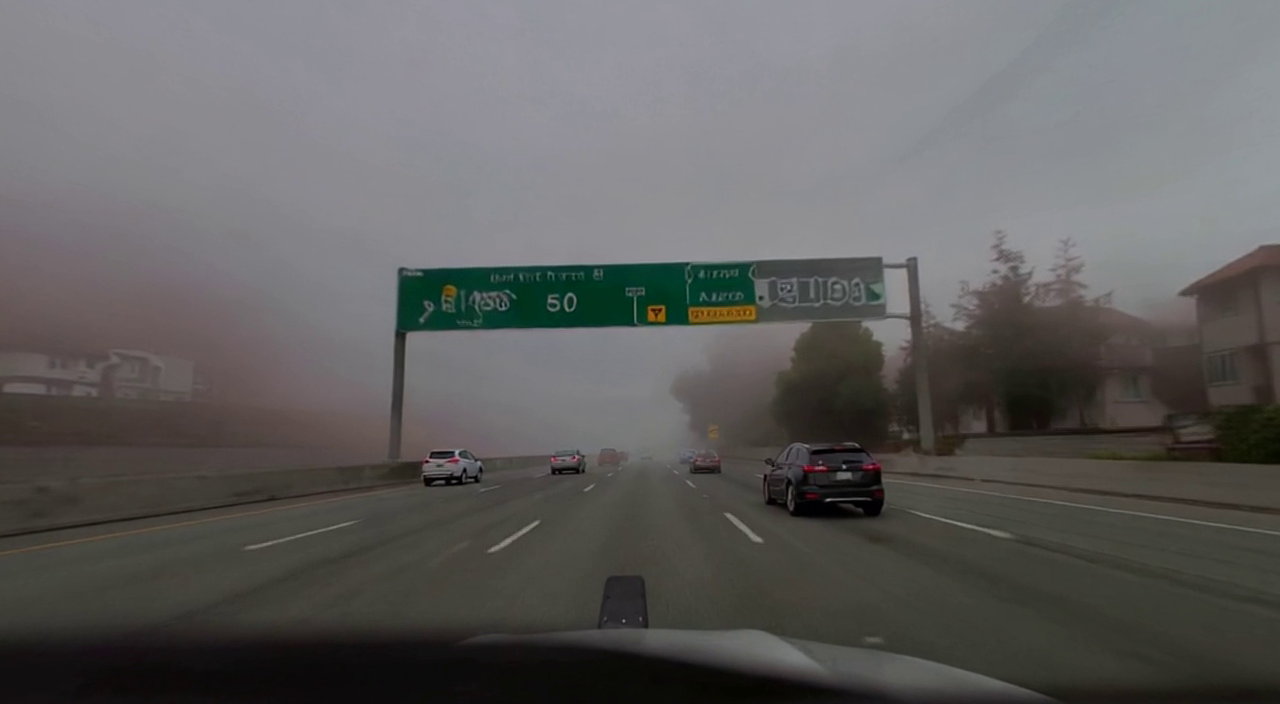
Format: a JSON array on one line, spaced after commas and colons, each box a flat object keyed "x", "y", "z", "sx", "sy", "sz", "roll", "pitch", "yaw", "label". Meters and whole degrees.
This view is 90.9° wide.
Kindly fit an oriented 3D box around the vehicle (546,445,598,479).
[{"x": -3.384, "y": 5.533, "z": 32.109, "sx": 2.136, "sy": 1.571, "sz": 4.285, "roll": 0, "pitch": -8, "yaw": 1, "label": "vehicle"}]

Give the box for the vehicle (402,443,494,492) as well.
[{"x": -7.225, "y": 4.366, "z": 24.245, "sx": 2.057, "sy": 1.681, "sz": 4.277, "roll": 0, "pitch": -8, "yaw": 1, "label": "vehicle"}]

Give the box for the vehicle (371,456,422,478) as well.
[{"x": -18.635, "y": 8.794, "z": 48.453, "sx": 1.959, "sy": 1.483, "sz": 4.641, "roll": -1, "pitch": -8, "yaw": 2, "label": "vehicle"}]

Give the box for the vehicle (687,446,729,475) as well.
[{"x": 3.697, "y": 5.930, "z": 34.702, "sx": 1.854, "sy": 1.438, "sz": 3.954, "roll": 0, "pitch": -8, "yaw": 0, "label": "vehicle"}]

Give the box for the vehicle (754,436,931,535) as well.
[{"x": 3.547, "y": 2.391, "z": 11.988, "sx": 1.912, "sy": 1.509, "sz": 4.291, "roll": 0, "pitch": -8, "yaw": 0, "label": "vehicle"}]
